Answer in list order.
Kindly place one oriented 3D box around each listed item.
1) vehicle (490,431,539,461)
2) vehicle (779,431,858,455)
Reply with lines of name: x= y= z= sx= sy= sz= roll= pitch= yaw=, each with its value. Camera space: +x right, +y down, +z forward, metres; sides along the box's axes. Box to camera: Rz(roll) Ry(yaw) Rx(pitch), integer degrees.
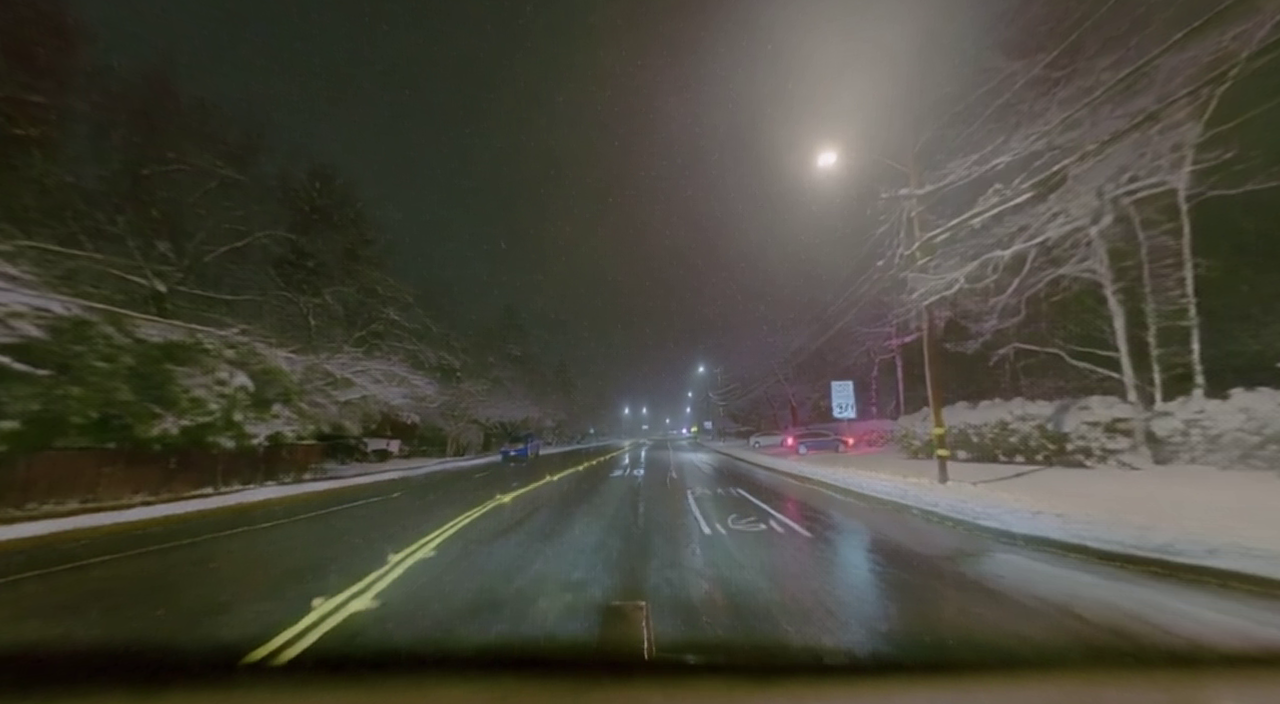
vehicle: x=-8.176 y=6.149 z=41.449 sx=2.142 sy=1.723 sz=4.275 roll=-3 pitch=-7 yaw=2
vehicle: x=11.345 y=5.814 z=40.290 sx=4.460 sy=1.456 sz=1.804 roll=-1 pitch=-8 yaw=3
